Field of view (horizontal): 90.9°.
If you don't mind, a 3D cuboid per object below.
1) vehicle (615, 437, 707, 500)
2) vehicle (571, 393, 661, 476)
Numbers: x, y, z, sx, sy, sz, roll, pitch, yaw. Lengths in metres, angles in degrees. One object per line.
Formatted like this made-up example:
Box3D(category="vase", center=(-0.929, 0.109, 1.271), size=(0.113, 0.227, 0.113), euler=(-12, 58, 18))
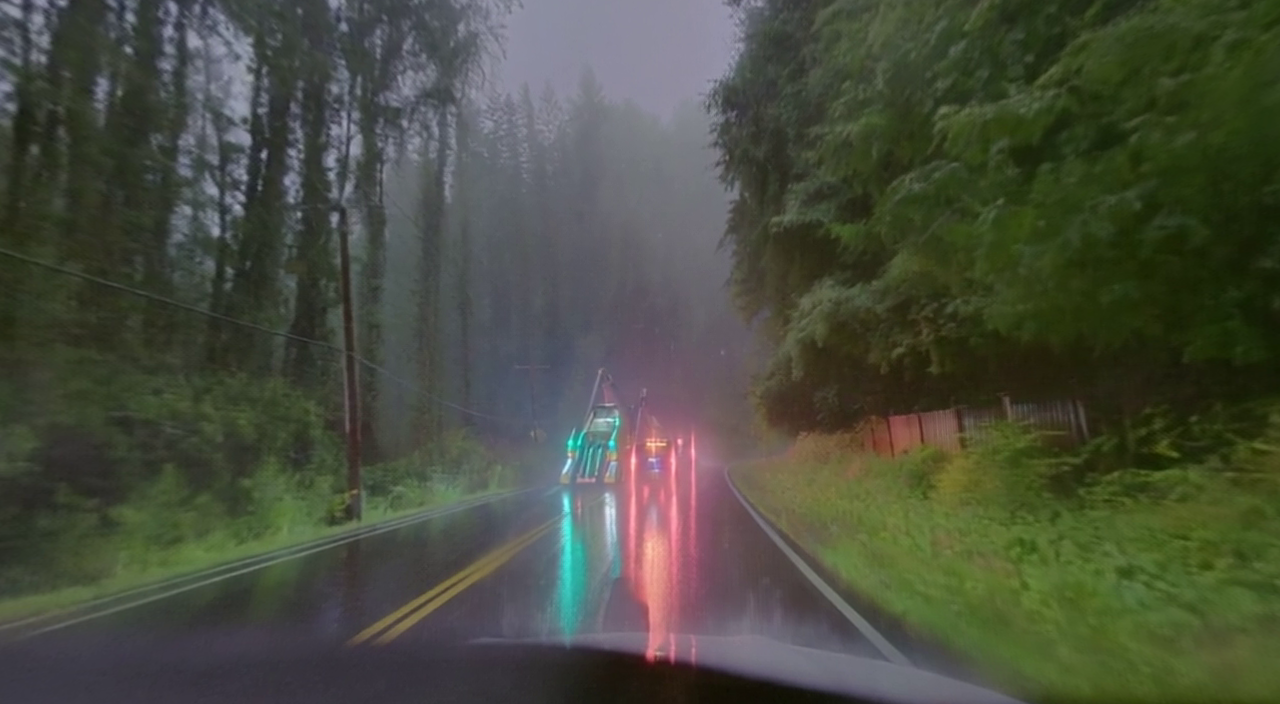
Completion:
Box3D(category="vehicle", center=(0.625, 3.106, 17.226), size=(2.196, 1.465, 4.294), euler=(-1, -9, 4))
Box3D(category="vehicle", center=(-1.583, 5.110, 37.886), size=(4.788, 4.368, 6.529), euler=(3, -11, -5))
